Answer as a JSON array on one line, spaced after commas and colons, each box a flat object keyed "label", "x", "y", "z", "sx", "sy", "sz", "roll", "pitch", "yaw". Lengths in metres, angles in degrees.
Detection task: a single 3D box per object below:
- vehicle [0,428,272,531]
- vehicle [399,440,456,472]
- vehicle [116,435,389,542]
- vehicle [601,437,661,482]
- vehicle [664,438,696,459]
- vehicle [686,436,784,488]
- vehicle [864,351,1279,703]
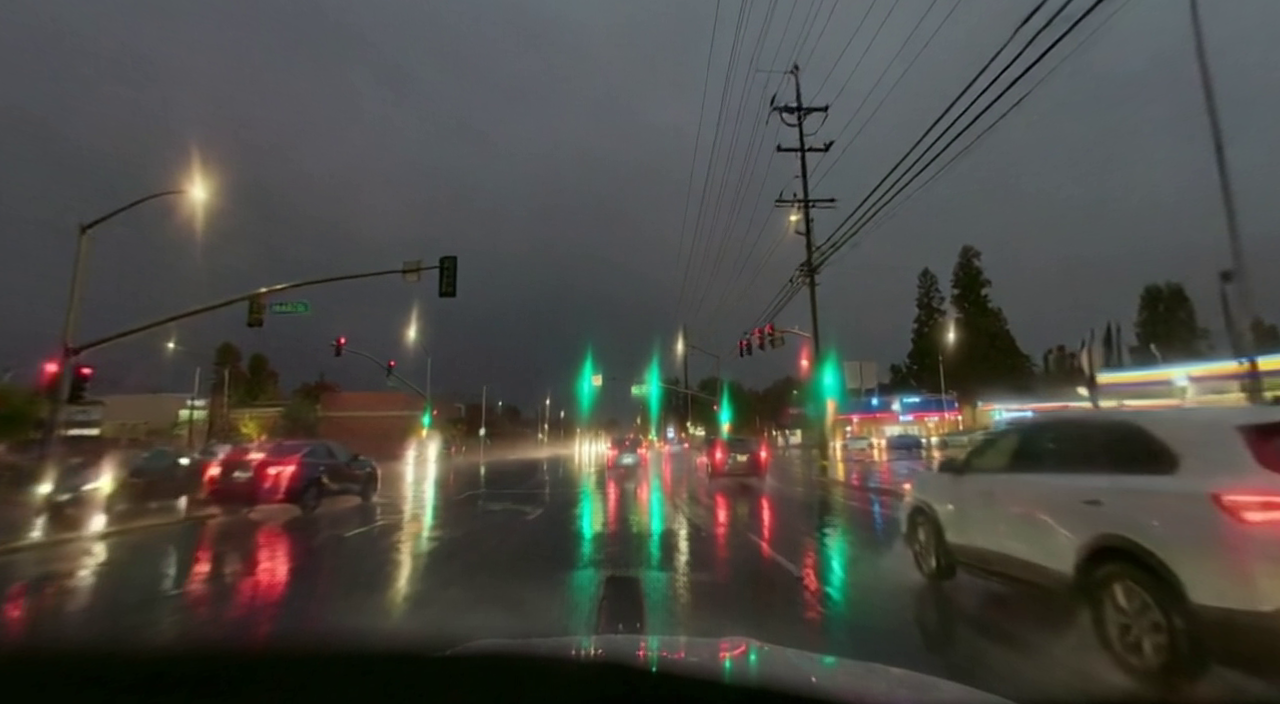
[{"label": "vehicle", "x": -10.667, "y": 2.694, "z": 13.987, "sx": 2.139, "sy": 1.836, "sz": 4.843, "roll": 0, "pitch": -9, "yaw": -1}, {"label": "vehicle", "x": -14.504, "y": 7.104, "z": 43.462, "sx": 2.233, "sy": 2.072, "sz": 4.813, "roll": 0, "pitch": -9, "yaw": 0}, {"label": "vehicle", "x": -6.285, "y": 2.231, "z": 11.021, "sx": 2.075, "sy": 1.470, "sz": 4.190, "roll": -1, "pitch": -9, "yaw": 0}, {"label": "vehicle", "x": -0.347, "y": 3.949, "z": 23.509, "sx": 2.065, "sy": 1.484, "sz": 3.894, "roll": 0, "pitch": -8, "yaw": -1}, {"label": "vehicle", "x": 2.923, "y": 7.190, "z": 47.040, "sx": 1.971, "sy": 1.477, "sz": 4.121, "roll": 0, "pitch": -9, "yaw": -2}, {"label": "vehicle", "x": 2.856, "y": 3.455, "z": 20.162, "sx": 2.208, "sy": 1.436, "sz": 4.542, "roll": 0, "pitch": -9, "yaw": -3}, {"label": "vehicle", "x": 3.796, "y": 1.159, "z": 4.797, "sx": 2.452, "sy": 1.682, "sz": 4.565, "roll": 0, "pitch": -8, "yaw": -1}]
